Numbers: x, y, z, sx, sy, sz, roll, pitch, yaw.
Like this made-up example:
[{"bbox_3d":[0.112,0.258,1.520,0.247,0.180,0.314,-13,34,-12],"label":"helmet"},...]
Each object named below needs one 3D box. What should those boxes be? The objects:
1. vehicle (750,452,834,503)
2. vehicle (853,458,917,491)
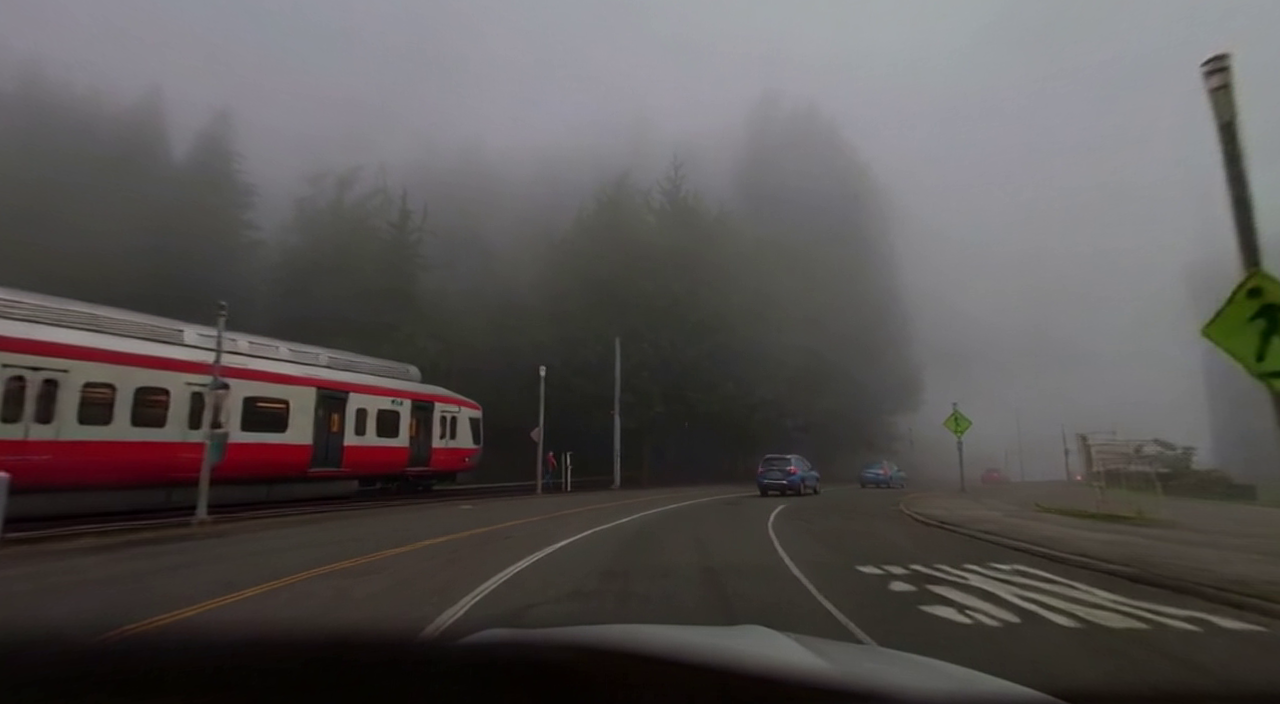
[{"bbox_3d":[6.104,4.886,25.083,2.263,1.765,4.237,-4,-10,27],"label":"vehicle"},{"bbox_3d":[14.517,7.179,37.375,2.010,1.725,4.320,-8,-12,42],"label":"vehicle"}]
